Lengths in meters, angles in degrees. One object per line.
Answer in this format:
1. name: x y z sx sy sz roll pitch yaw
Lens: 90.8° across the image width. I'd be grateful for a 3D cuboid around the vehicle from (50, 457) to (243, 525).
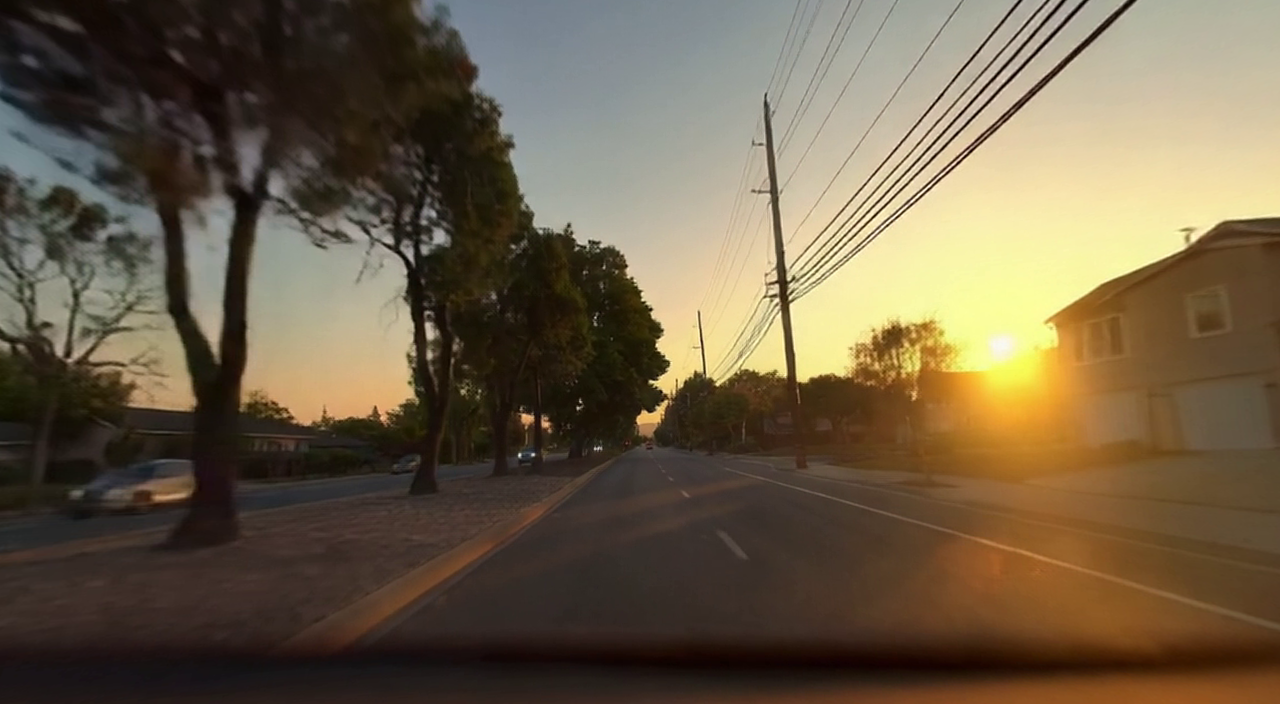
1. vehicle: -13.341 3.740 17.513 1.897 1.451 4.298 -3 -8 0
